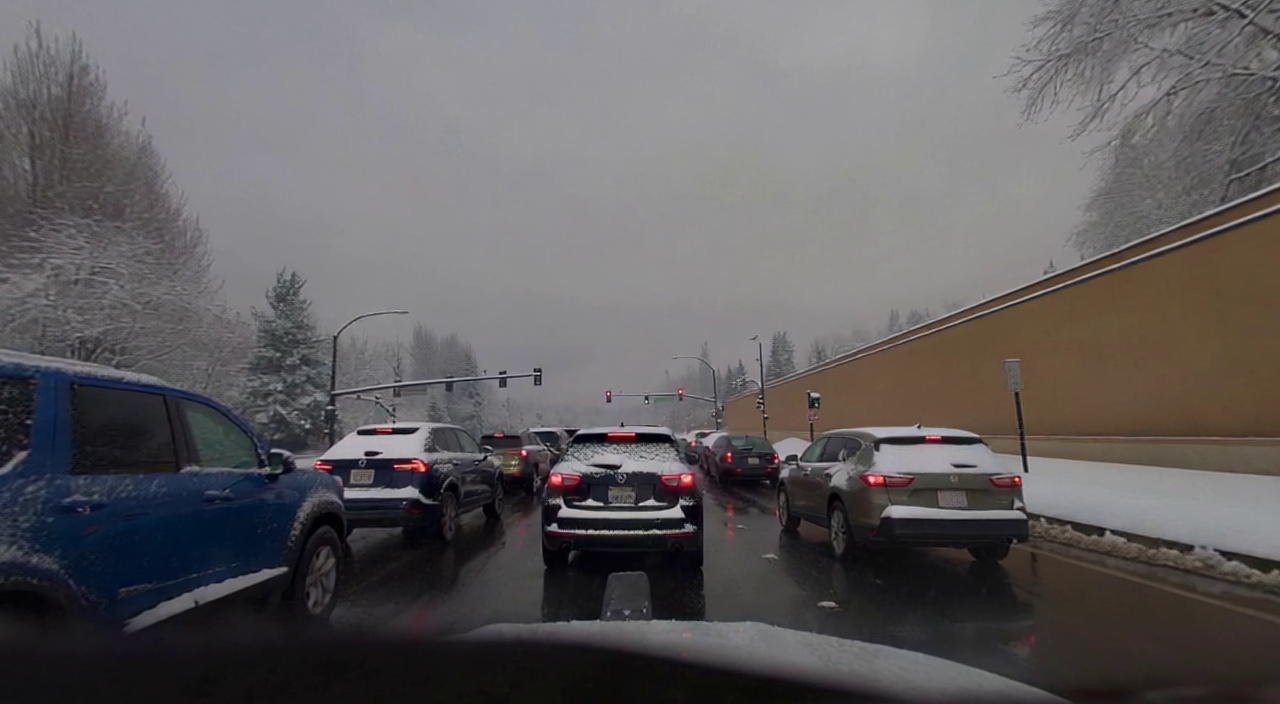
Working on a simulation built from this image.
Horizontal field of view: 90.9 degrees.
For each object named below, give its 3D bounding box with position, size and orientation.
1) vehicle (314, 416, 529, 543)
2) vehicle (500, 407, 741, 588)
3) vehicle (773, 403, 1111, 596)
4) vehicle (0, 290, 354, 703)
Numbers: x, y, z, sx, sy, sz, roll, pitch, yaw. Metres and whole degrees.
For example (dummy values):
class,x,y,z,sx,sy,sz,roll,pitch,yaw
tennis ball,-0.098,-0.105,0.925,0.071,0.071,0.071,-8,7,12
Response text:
class,x,y,z,sx,sy,sz,roll,pitch,yaw
vehicle,-3.492,2.135,11.235,2.067,1.759,4.631,0,-8,1
vehicle,-0.150,1.655,7.939,2.245,1.677,3.913,0,-8,1
vehicle,3.147,1.619,7.806,2.029,1.702,4.281,0,-8,0
vehicle,-3.512,0.828,3.110,2.070,1.913,4.450,0,-8,0
